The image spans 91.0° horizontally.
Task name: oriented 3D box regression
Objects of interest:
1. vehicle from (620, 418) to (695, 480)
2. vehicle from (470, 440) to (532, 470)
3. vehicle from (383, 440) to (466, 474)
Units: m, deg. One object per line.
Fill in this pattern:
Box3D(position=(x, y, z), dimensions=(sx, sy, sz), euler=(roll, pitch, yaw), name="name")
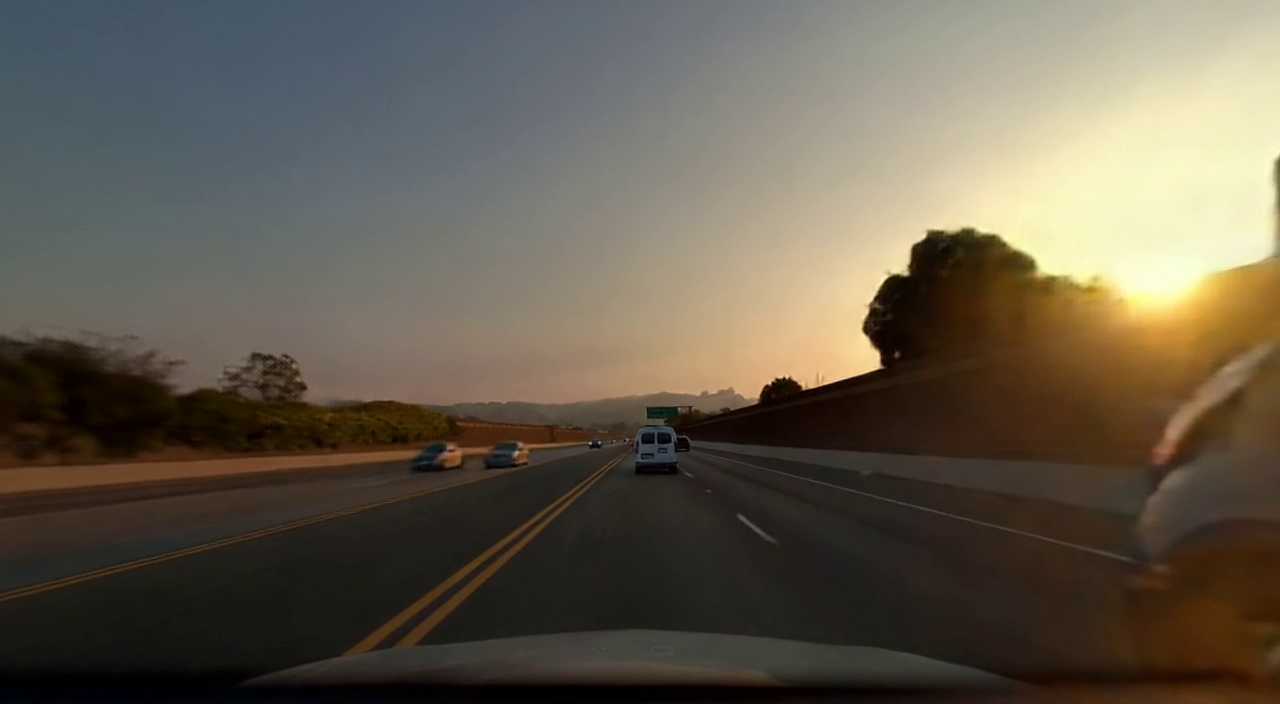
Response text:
Box3D(position=(0.625, 3.525, 22.991), dimensions=(2.469, 2.027, 4.554), euler=(0, -8, 1), name="vehicle")
Box3D(position=(-7.638, 5.709, 35.110), dimensions=(2.233, 1.535, 4.793), euler=(0, -8, 1), name="vehicle")
Box3D(position=(-10.572, 5.171, 31.299), dimensions=(2.378, 1.548, 4.641), euler=(0, -8, 2), name="vehicle")
